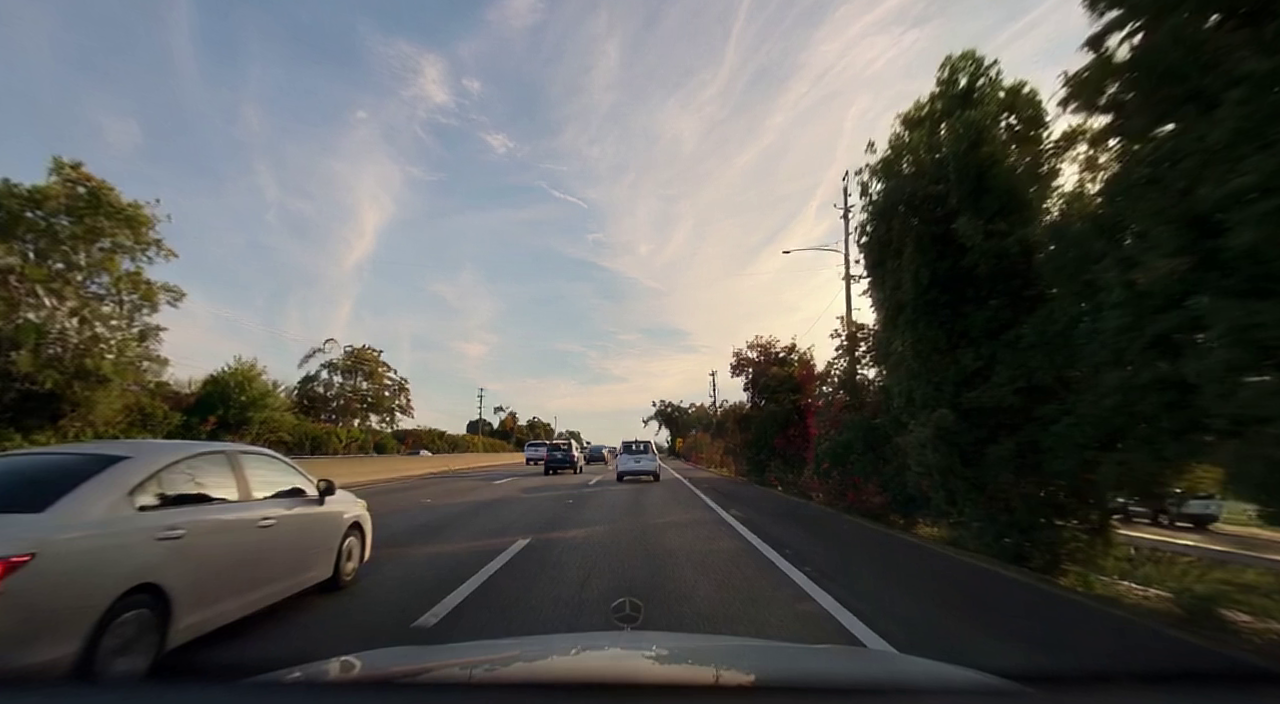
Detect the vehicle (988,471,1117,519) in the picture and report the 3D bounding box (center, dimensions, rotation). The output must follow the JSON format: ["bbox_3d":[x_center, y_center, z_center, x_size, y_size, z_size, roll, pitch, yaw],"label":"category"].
[{"bbox_3d":[17.847,6.213,27.705,2.393,1.795,4.877,-3,-11,2],"label":"vehicle"}]

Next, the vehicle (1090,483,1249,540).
[{"bbox_3d":[17.488,5.250,21.172,1.805,1.452,4.269,-1,-9,4],"label":"vehicle"}]

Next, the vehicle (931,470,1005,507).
[{"bbox_3d":[18.541,7.682,35.863,1.965,1.761,4.363,0,-9,2],"label":"vehicle"}]

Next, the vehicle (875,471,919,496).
[{"bbox_3d":[19.850,10.172,48.903,1.832,1.624,4.158,-1,-9,4],"label":"vehicle"}]

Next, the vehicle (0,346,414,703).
[{"bbox_3d":[-3.359,1.107,4.164,2.117,1.665,4.365,0,-8,0],"label":"vehicle"}]

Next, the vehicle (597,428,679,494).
[{"bbox_3d":[-0.086,3.386,19.944,2.319,1.813,4.274,0,-8,-1],"label":"vehicle"}]

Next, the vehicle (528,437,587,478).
[{"bbox_3d":[-3.783,4.929,29.735,2.104,1.754,4.515,0,-8,1],"label":"vehicle"}]
